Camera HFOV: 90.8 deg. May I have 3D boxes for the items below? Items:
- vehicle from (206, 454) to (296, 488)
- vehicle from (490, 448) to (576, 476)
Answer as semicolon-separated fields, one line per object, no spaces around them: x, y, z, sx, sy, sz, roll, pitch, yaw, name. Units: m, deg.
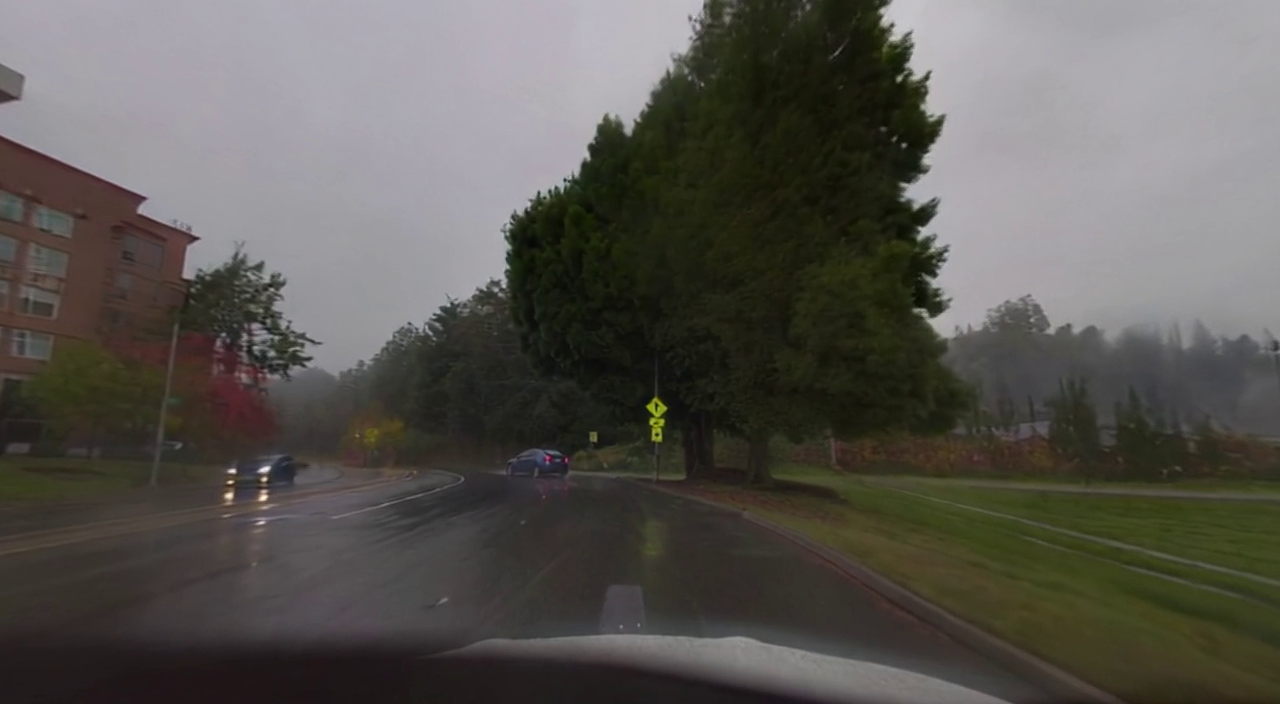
-19.020;5.796;31.156;1.942;1.470;4.566;1;-9;-7;vehicle
-7.868;8.046;46.696;5.848;1.924;2.196;5;-10;-28;vehicle
